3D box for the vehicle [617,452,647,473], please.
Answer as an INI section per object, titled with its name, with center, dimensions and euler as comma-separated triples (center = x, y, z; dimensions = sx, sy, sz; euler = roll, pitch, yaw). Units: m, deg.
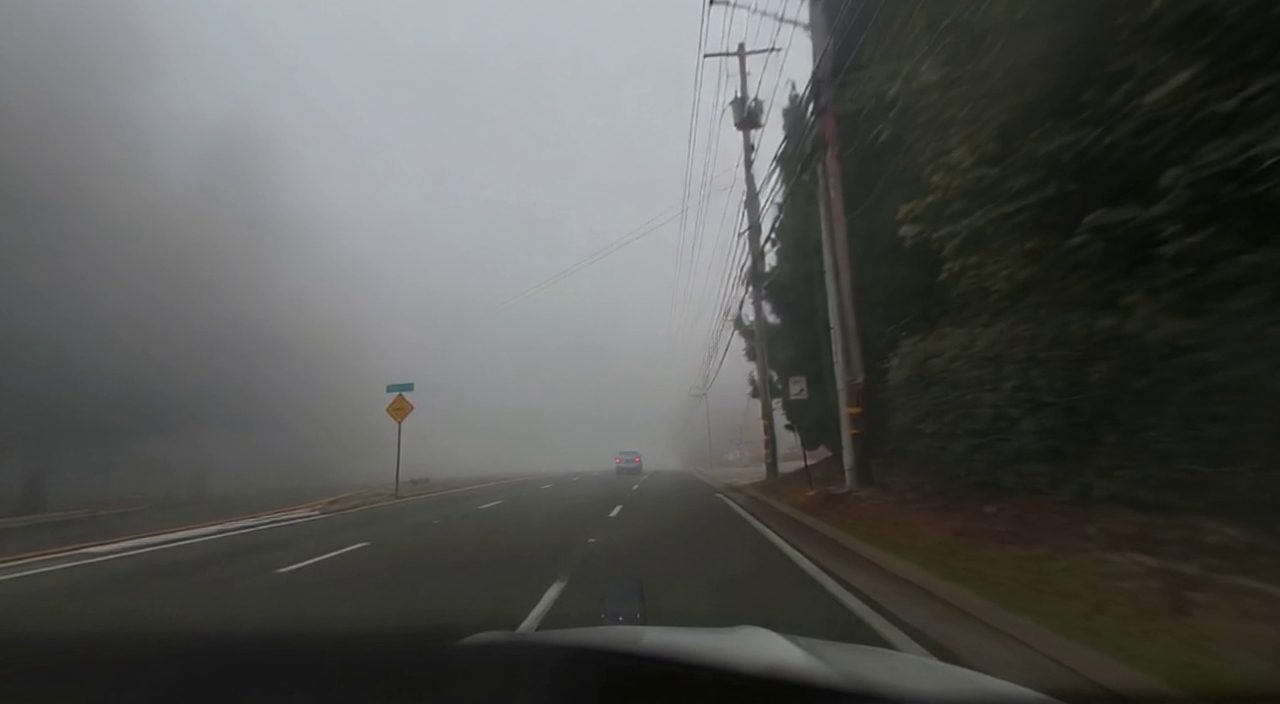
[vehicle]
center = -0.562, 8.655, 49.382
dimensions = 2.114, 1.492, 4.453
euler = -1, -9, 2
